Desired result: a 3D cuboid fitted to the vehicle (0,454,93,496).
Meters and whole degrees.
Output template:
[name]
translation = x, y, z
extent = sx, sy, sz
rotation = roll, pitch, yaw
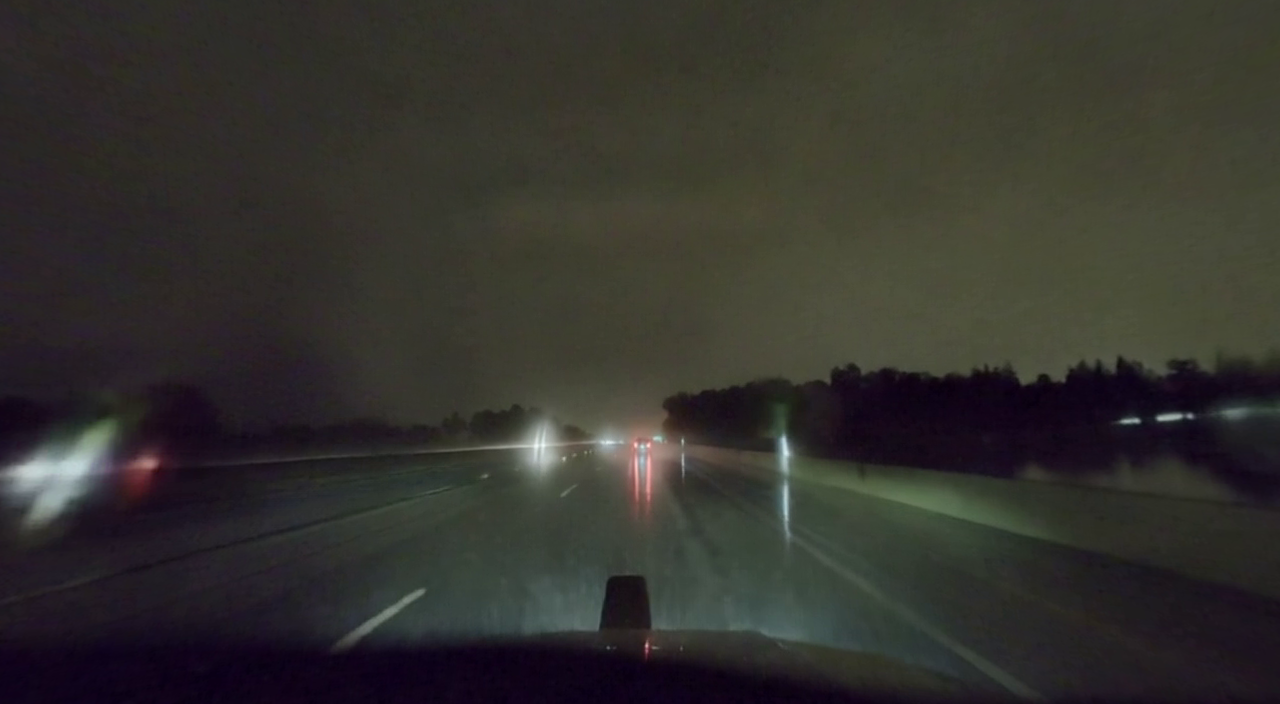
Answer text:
[vehicle]
translation = -25.146, 4.958, 25.529
extent = 1.856, 1.497, 4.413
rotation = 0, -8, 1
